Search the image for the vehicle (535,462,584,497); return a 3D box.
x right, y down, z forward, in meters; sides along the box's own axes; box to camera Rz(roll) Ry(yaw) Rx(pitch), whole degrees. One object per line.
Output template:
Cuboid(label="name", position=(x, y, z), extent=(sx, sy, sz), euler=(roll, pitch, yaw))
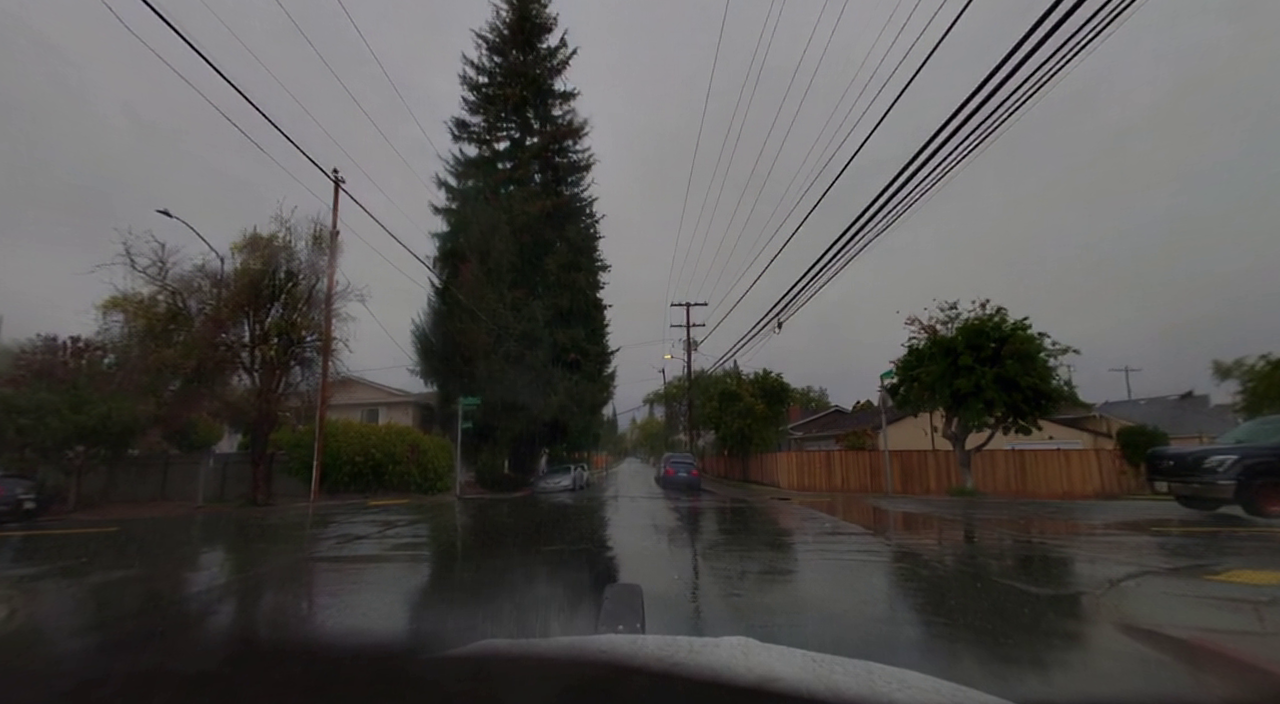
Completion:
Cuboid(label="vehicle", position=(-4.299, 6.933, 34.610), extent=(2.189, 1.771, 4.571), euler=(0, -10, -1))

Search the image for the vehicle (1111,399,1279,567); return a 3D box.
Cuboid(label="vehicle", position=(9.703, 1.685, 8.547), extent=(4.677, 1.949, 2.334), euler=(-1, -8, 3))

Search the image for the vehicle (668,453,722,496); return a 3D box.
Cuboid(label="vehicle", position=(2.589, 5.957, 31.067), extent=(2.051, 1.874, 4.459), euler=(0, -8, -3))
